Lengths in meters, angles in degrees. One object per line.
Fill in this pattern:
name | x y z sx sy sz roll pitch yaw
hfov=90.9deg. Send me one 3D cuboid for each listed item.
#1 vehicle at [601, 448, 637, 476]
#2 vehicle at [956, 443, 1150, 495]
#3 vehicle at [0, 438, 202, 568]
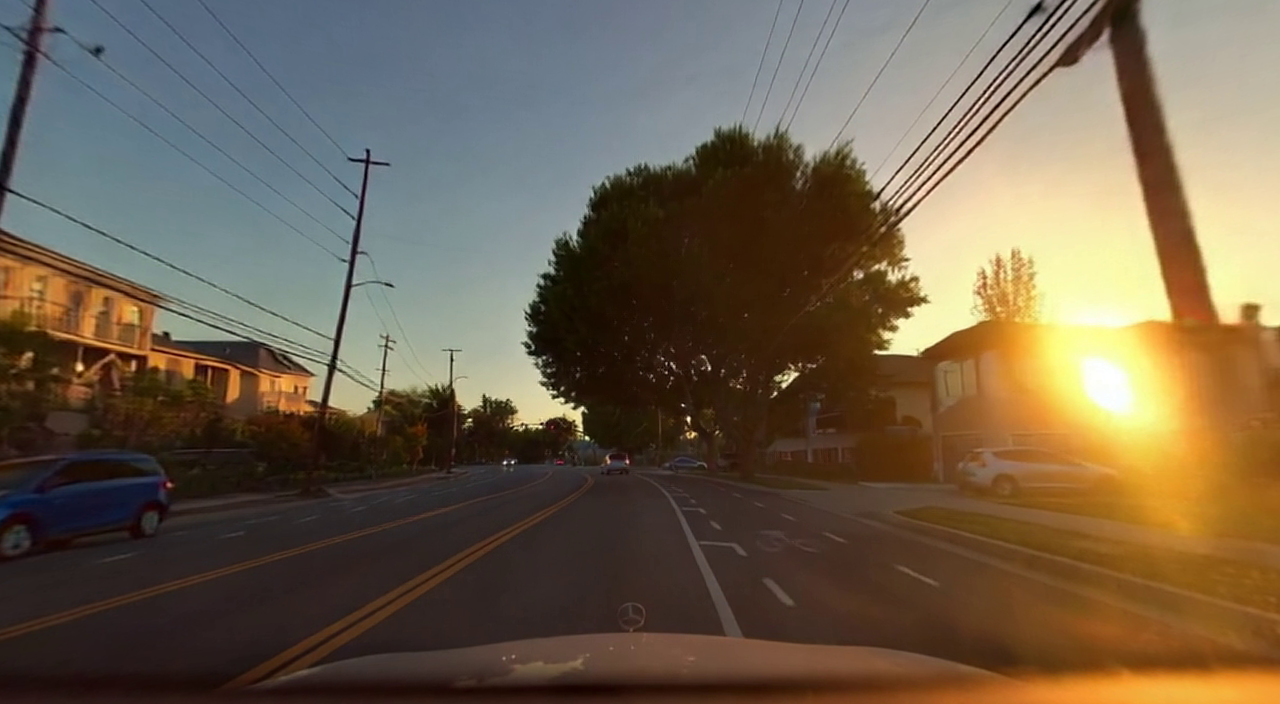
vehicle | -1.629 8.057 46.350 2.284 1.741 4.702 3 -8 -5
vehicle | 12.645 3.583 19.512 4.648 1.511 1.919 0 -8 -2
vehicle | -11.196 2.688 11.949 1.998 2.047 5.167 0 -8 0
